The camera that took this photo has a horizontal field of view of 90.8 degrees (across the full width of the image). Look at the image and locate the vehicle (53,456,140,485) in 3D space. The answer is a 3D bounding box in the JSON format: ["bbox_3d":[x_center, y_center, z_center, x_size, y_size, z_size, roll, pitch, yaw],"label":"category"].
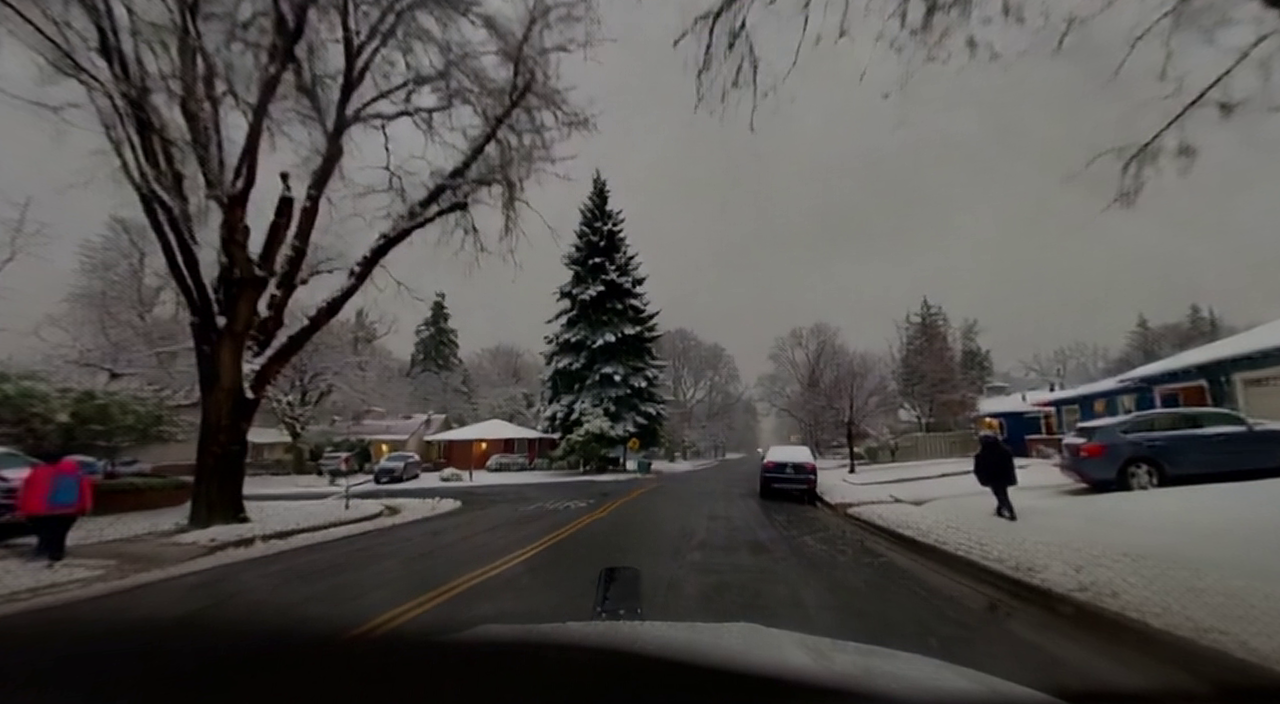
[{"bbox_3d":[-38.712,8.419,45.183,2.206,1.858,4.918,1,-9,-7],"label":"vehicle"}]

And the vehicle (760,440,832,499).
[{"bbox_3d":[5.152,3.863,21.257,2.053,1.737,4.375,-2,-9,11],"label":"vehicle"}]

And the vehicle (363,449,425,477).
[{"bbox_3d":[-16.784,7.594,43.427,2.021,1.798,4.491,-1,-9,7],"label":"vehicle"}]

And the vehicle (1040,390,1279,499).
[{"bbox_3d":[11.219,1.791,12.669,4.780,1.765,2.103,-5,-9,2],"label":"vehicle"}]
